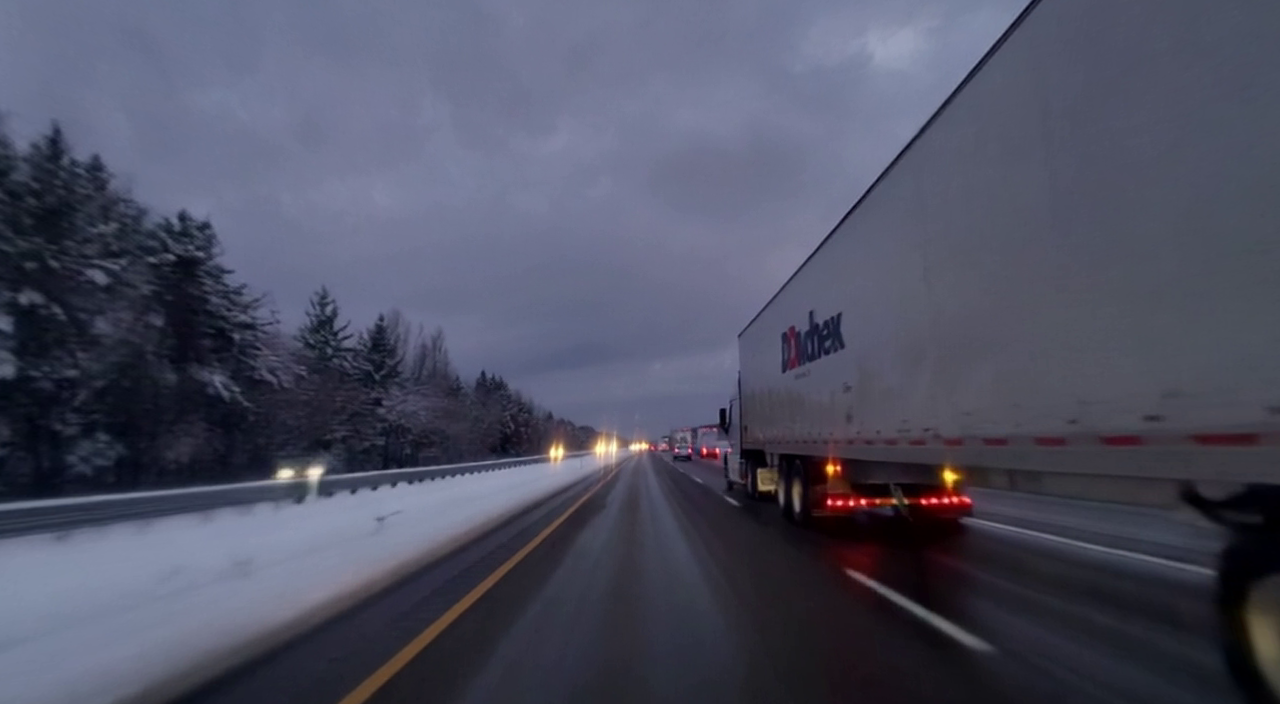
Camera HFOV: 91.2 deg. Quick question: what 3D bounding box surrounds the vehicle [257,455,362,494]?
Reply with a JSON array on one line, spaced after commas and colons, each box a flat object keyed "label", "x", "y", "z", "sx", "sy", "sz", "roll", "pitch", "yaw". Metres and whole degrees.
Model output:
[{"label": "vehicle", "x": -13.011, "y": 4.824, "z": 24.997, "sx": 1.893, "sy": 1.381, "sz": 4.130, "roll": -1, "pitch": -9, "yaw": 1}]

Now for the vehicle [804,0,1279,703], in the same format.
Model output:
[{"label": "vehicle", "x": 3.890, "y": -0.075, "z": 4.105, "sx": 3.025, "sy": 4.010, "sz": 9.542, "roll": 0, "pitch": -9, "yaw": 0}]
